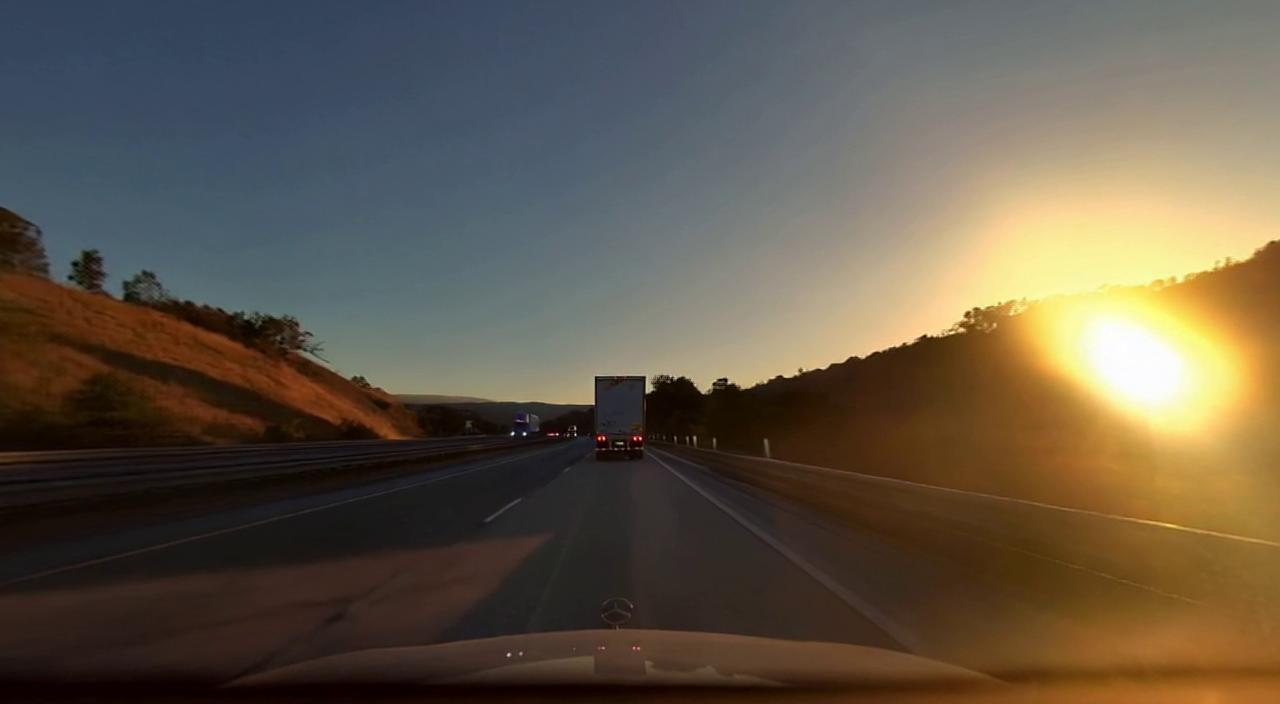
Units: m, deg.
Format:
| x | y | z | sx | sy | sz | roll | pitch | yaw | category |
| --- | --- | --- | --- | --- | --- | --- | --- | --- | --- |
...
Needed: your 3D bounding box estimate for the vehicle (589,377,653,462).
| x | y | z | sx | sy | sz | roll | pitch | yaw | category |
| --- | --- | --- | --- | --- | --- | --- | --- | --- | --- |
| -1.106 | 3.859 | 34.840 | 3.023 | 3.965 | 10.402 | 0 | -8 | -2 | vehicle |
